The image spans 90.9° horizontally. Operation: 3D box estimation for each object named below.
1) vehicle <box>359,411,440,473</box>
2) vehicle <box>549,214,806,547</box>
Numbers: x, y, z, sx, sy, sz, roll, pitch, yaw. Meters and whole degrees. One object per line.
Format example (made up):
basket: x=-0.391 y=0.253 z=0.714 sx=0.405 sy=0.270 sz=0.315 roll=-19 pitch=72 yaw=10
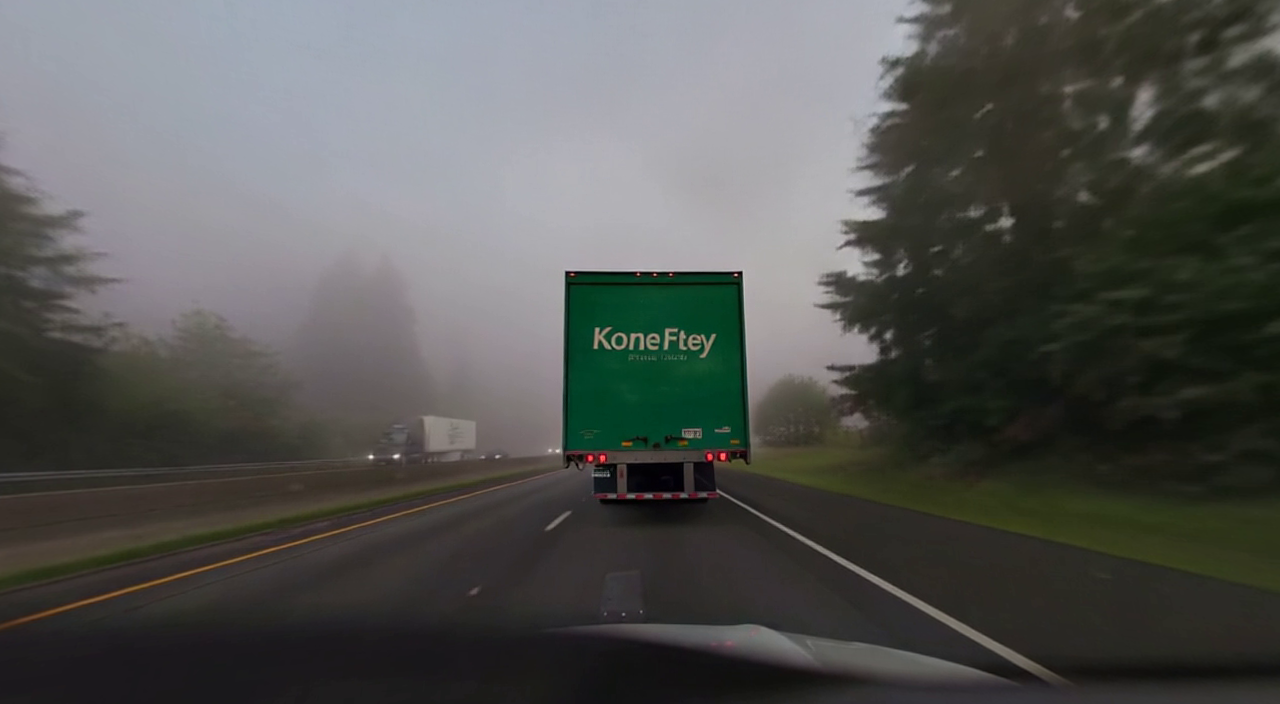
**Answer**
vehicle: x=-16.318 y=6.230 z=43.221 sx=3.001 sy=3.922 sz=5.958 roll=0 pitch=-9 yaw=1
vehicle: x=0.475 y=1.402 z=15.359 sx=3.230 sy=4.377 sz=14.405 roll=0 pitch=-9 yaw=0
